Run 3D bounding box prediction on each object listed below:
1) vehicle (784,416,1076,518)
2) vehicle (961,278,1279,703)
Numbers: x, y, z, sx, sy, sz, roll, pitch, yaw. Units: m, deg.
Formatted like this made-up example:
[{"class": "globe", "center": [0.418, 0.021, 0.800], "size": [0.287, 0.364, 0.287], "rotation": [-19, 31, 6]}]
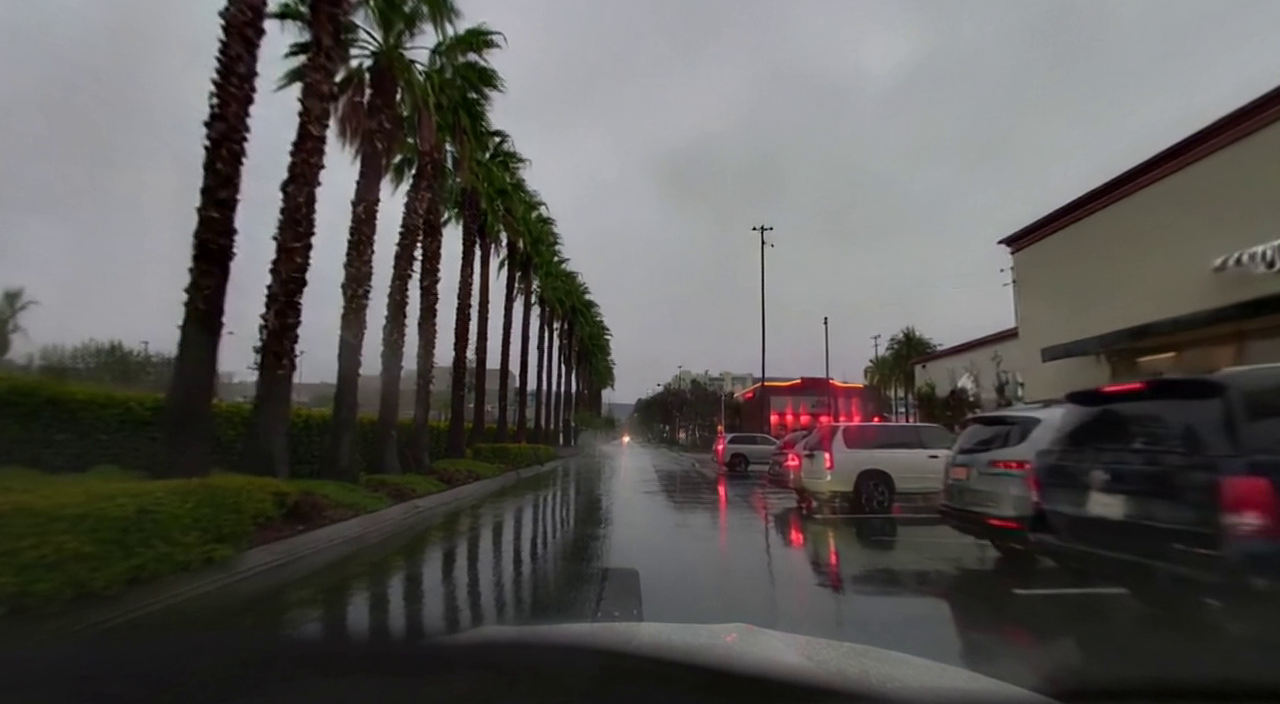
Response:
[{"class": "vehicle", "center": [5.460, 2.215, 12.380], "size": [4.743, 1.800, 1.952], "rotation": [1, -8, -3]}, {"class": "vehicle", "center": [5.811, 0.876, 4.367], "size": [5.866, 2.185, 2.322], "rotation": [0, -8, -1]}]
